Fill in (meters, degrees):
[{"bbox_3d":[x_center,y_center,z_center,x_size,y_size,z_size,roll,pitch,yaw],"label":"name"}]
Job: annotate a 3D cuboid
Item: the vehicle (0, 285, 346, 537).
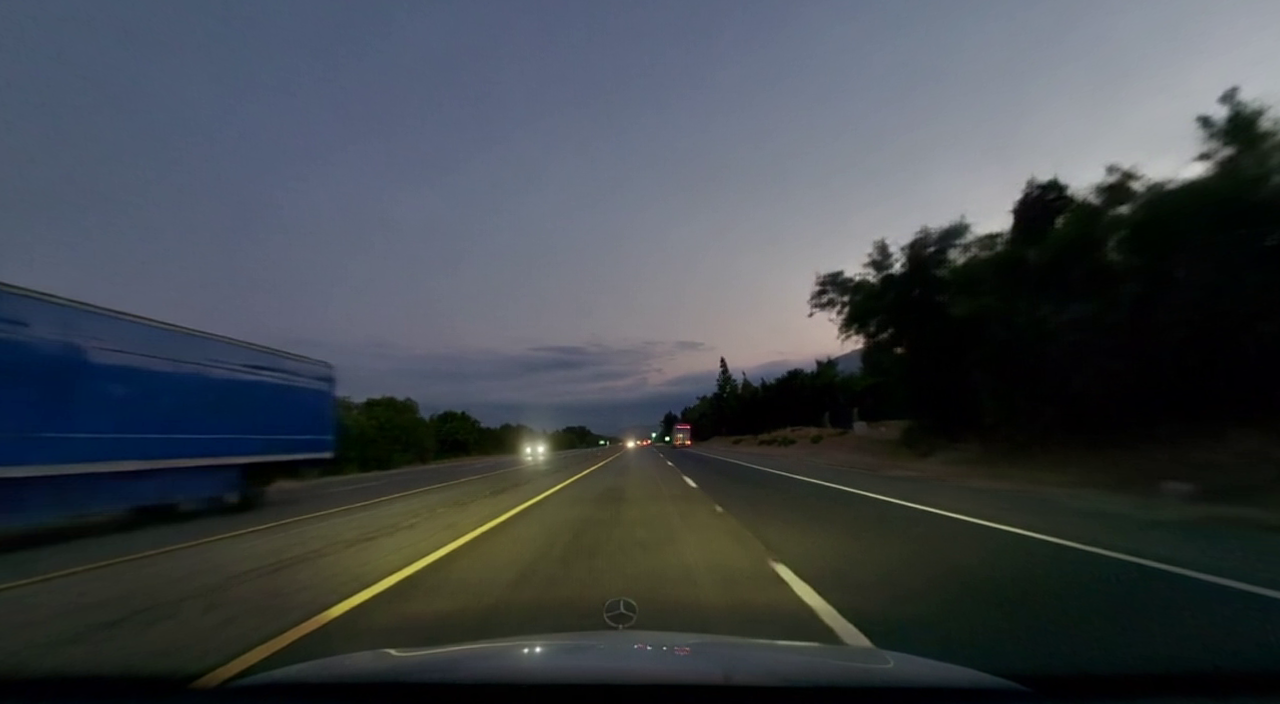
[{"bbox_3d":[-11.549,1.571,14.559,2.862,3.946,13.787,0,-8,0],"label":"vehicle"}]
